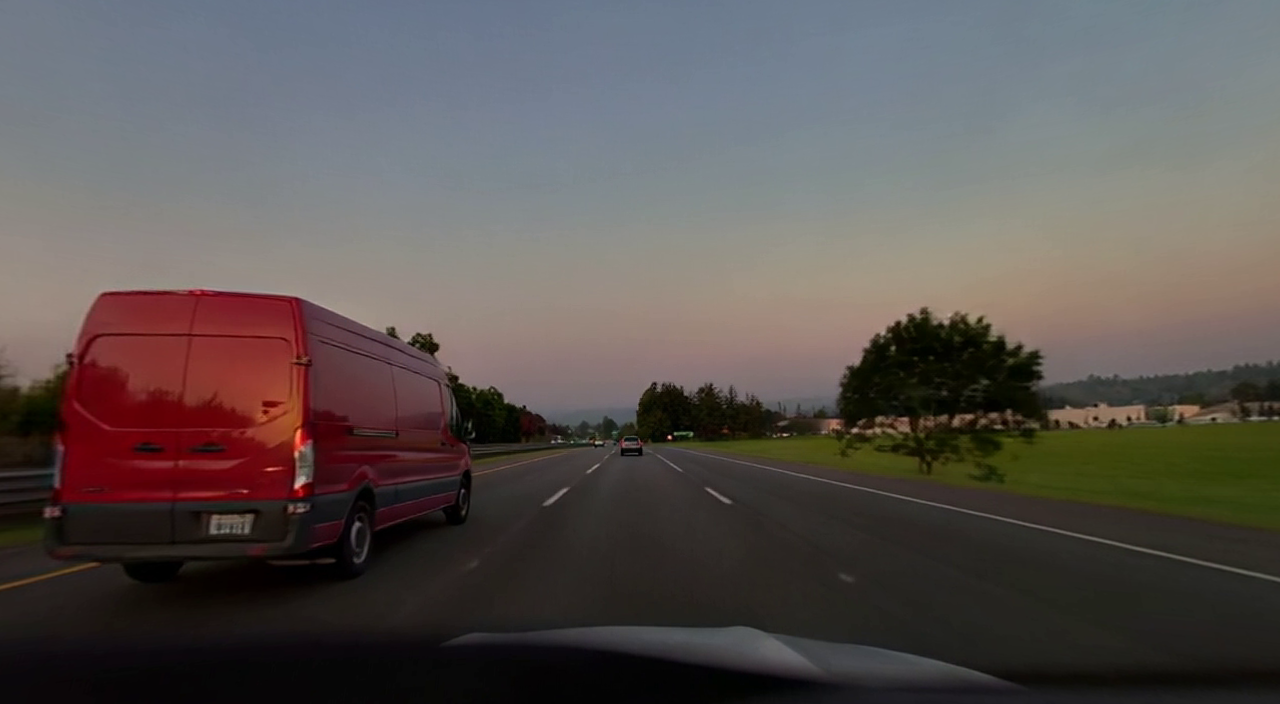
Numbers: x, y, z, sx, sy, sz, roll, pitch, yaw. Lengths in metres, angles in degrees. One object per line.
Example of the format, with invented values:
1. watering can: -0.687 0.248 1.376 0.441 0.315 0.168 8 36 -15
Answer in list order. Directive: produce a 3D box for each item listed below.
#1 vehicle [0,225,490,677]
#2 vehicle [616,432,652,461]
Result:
1. vehicle: -3.410 0.907 6.529 2.424 2.577 5.828 0 -8 -2
2. vehicle: -0.398 5.727 38.332 2.104 1.646 4.176 0 -8 -1
